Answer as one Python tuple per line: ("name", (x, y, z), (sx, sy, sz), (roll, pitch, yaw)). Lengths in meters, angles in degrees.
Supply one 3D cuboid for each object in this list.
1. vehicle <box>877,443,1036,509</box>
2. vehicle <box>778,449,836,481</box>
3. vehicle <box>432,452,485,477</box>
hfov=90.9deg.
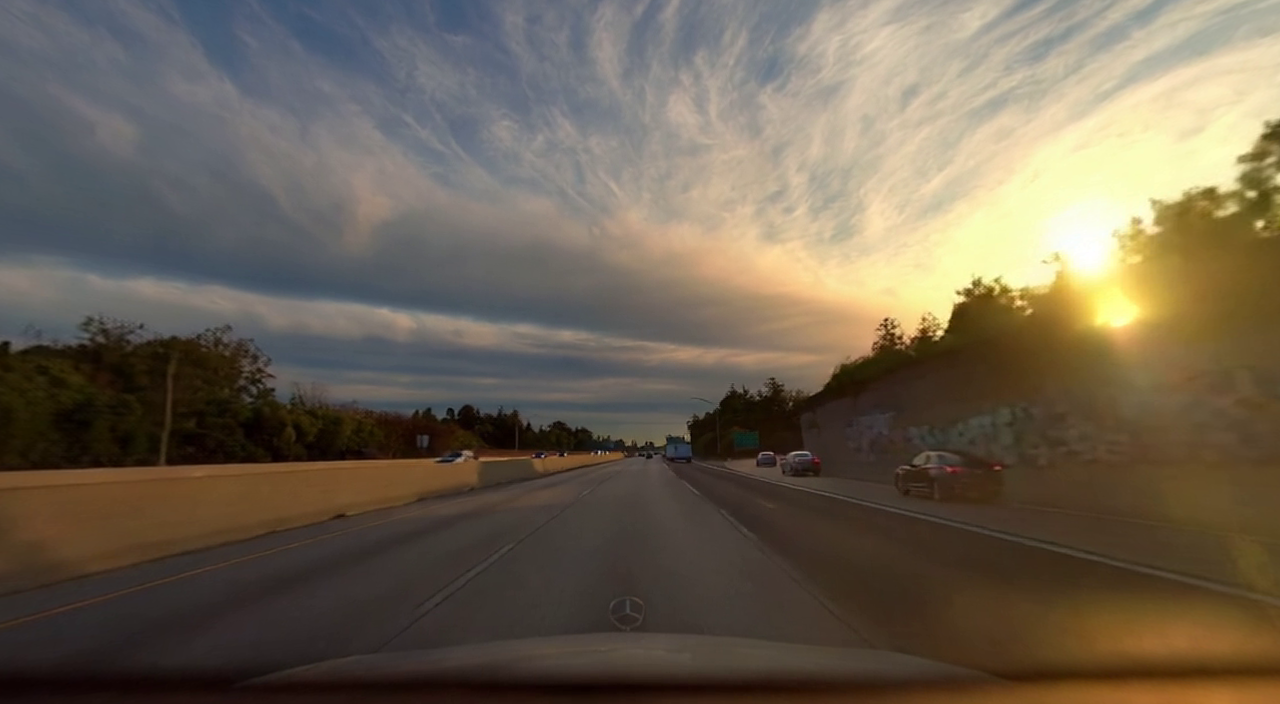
("vehicle", (8.187, 3.224, 16.883), (1.907, 1.495, 4.517), (0, -9, 0))
("vehicle", (8.485, 5.774, 32.487), (1.842, 1.475, 4.479), (0, -9, 1))
("vehicle", (-11.532, 7.179, 40.270), (1.957, 1.454, 4.414), (-1, -9, 2))
